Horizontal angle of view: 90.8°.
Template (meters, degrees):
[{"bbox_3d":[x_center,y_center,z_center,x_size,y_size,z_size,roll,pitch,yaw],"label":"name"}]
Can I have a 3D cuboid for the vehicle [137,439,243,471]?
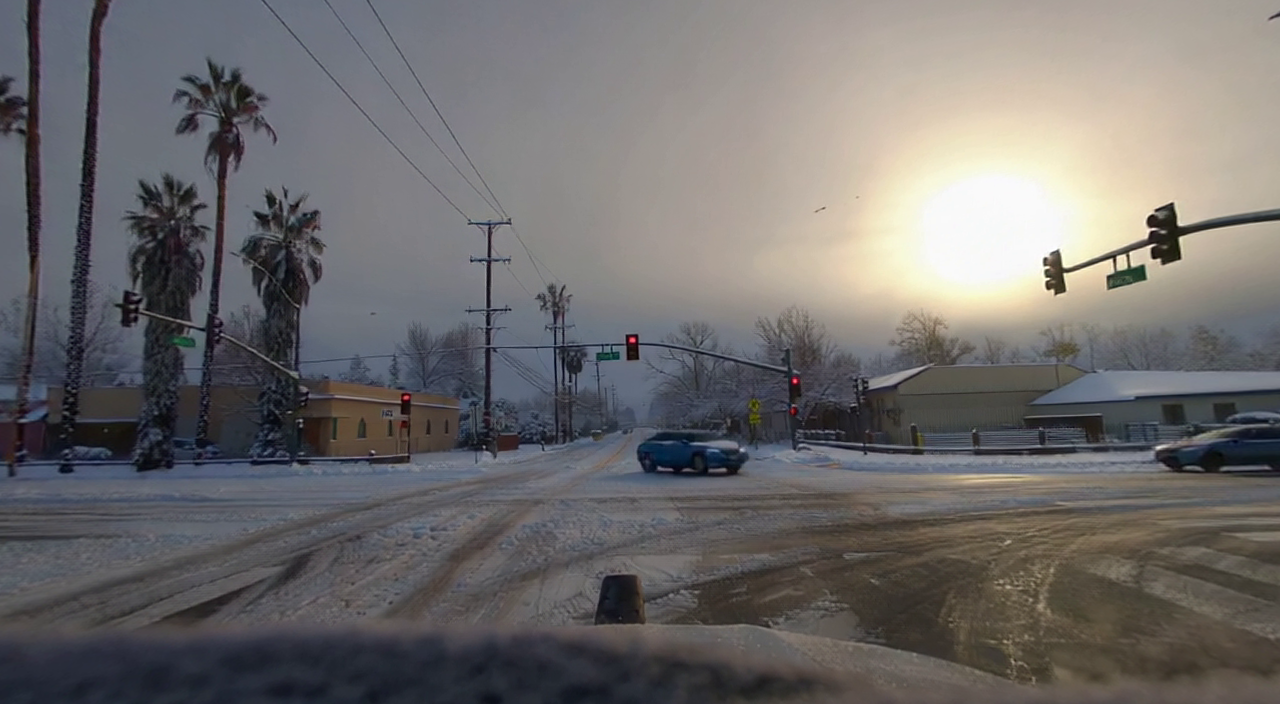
[{"bbox_3d":[-25.889,5.931,36.469,4.613,1.820,2.021,-1,-9,3],"label":"vehicle"}]

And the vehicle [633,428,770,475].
[{"bbox_3d":[2.043,3.557,22.785,2.223,1.490,5.094,5,-10,-32],"label":"vehicle"}]

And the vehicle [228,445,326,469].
[{"bbox_3d":[-22.276,6.433,38.857,4.849,1.444,1.881,0,-8,1],"label":"vehicle"}]

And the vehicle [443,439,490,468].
[{"bbox_3d":[-11.936,6.998,43.749,2.016,1.717,4.287,-1,-6,1],"label":"vehicle"}]

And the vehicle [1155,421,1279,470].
[{"bbox_3d":[20.035,3.007,20.356,4.918,1.479,1.897,-1,-9,9],"label":"vehicle"}]
